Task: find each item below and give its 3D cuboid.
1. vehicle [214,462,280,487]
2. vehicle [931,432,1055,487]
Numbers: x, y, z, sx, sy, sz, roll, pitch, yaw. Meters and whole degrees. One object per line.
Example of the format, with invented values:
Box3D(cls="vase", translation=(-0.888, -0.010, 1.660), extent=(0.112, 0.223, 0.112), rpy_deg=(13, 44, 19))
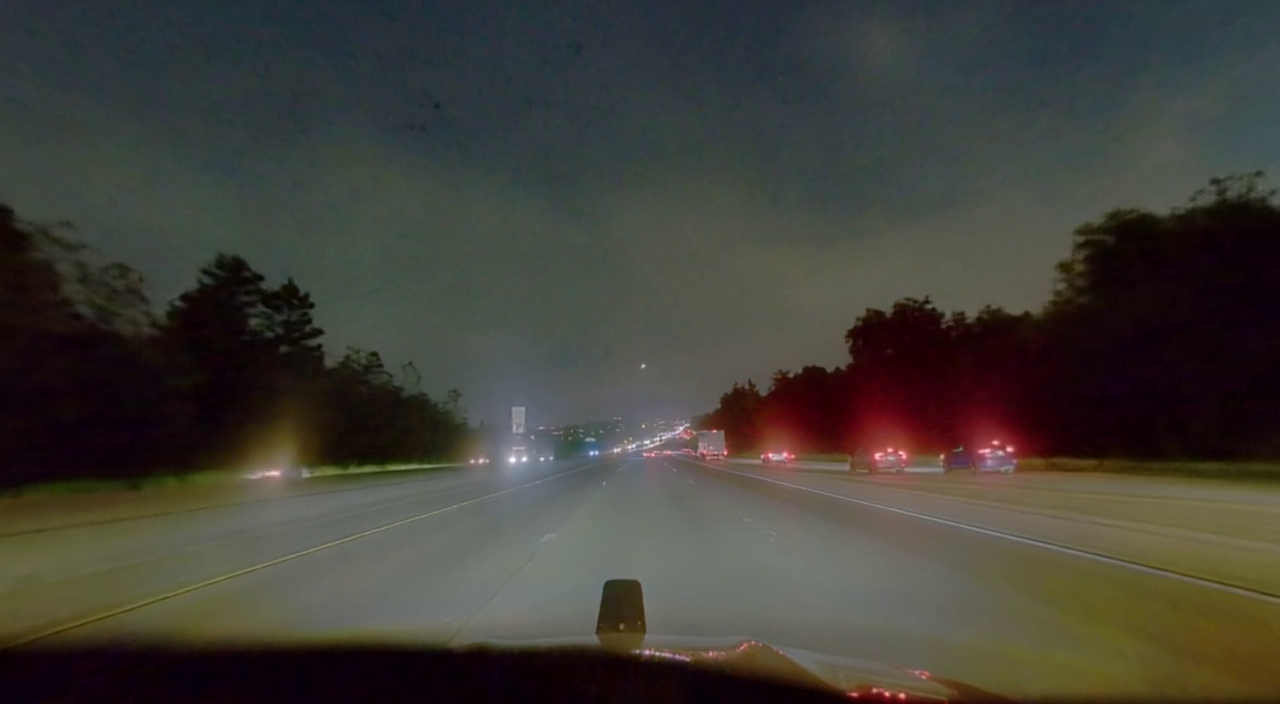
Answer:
Box3D(cls="vehicle", translation=(-27.516, 8.548, 44.298), extent=(1.792, 1.578, 4.359), rpy_deg=(0, -9, 0))
Box3D(cls="vehicle", translation=(12.723, 3.895, 23.034), extent=(2.038, 1.823, 3.744), rpy_deg=(1, -9, -6))
